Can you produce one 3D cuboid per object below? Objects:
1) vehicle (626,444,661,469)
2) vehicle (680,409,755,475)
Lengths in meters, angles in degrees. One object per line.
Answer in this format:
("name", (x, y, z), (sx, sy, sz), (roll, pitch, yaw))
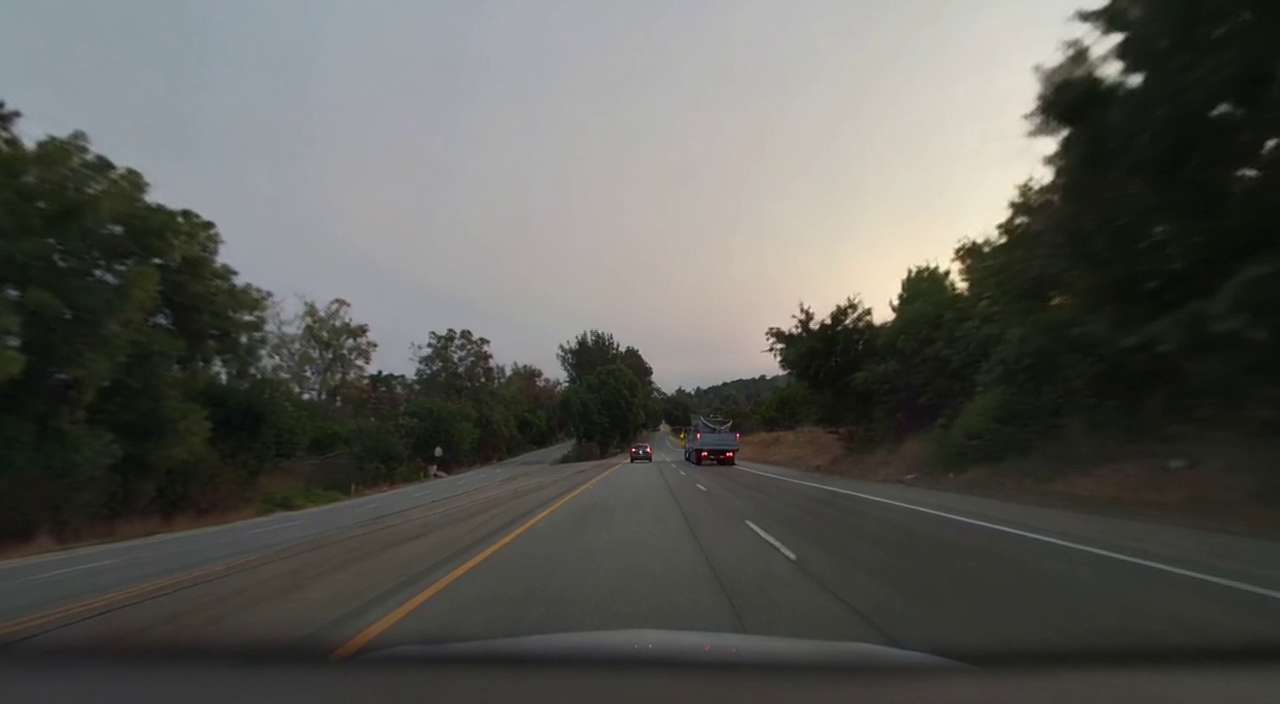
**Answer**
("vehicle", (0.225, 6.876, 41.667), (2.170, 1.544, 4.373), (0, -8, 0))
("vehicle", (4.030, 4.968, 34.672), (3.015, 3.211, 7.982), (0, -8, -1))
